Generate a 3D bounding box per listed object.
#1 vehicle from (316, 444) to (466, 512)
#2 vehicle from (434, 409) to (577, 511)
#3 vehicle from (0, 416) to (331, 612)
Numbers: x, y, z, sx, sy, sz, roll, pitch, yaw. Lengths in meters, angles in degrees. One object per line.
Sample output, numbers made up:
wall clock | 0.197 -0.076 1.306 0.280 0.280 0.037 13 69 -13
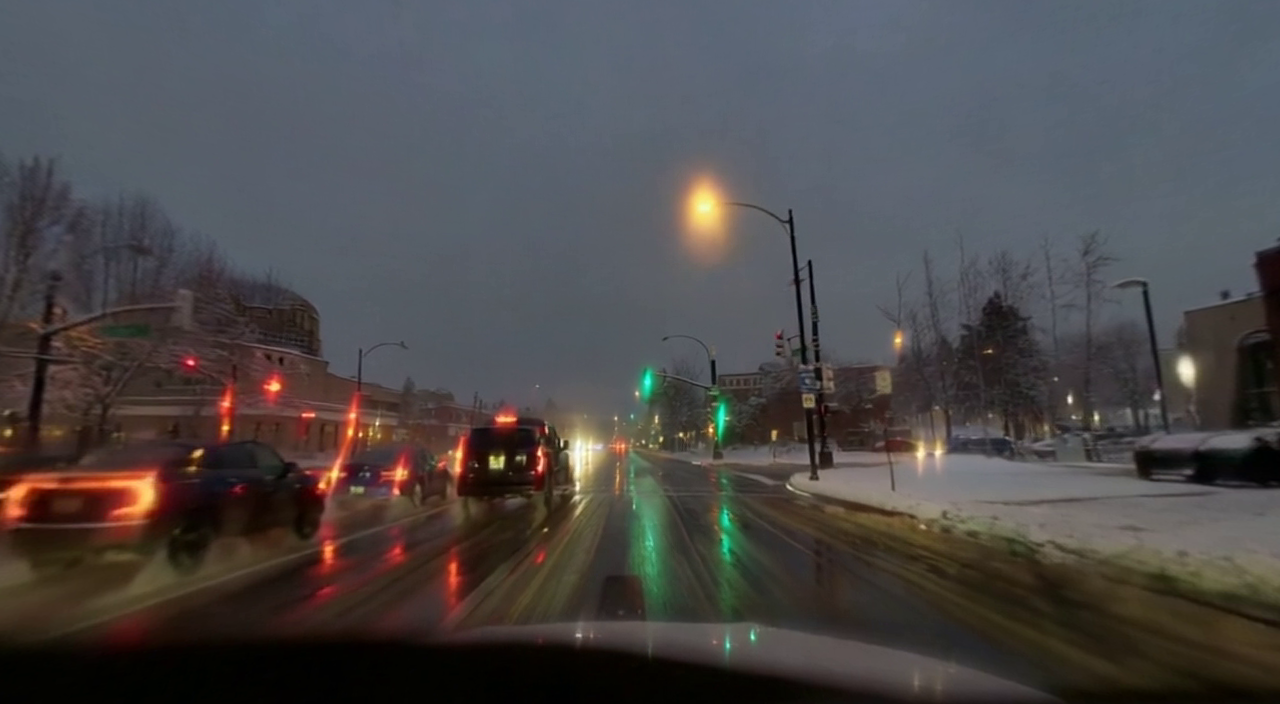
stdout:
vehicle | -6.029 3.069 15.978 1.982 1.452 4.463 0 -8 0
vehicle | -3.143 2.711 16.309 2.496 2.155 5.468 0 -8 0
vehicle | -6.043 1.714 7.710 2.228 1.652 4.593 0 -8 -1
